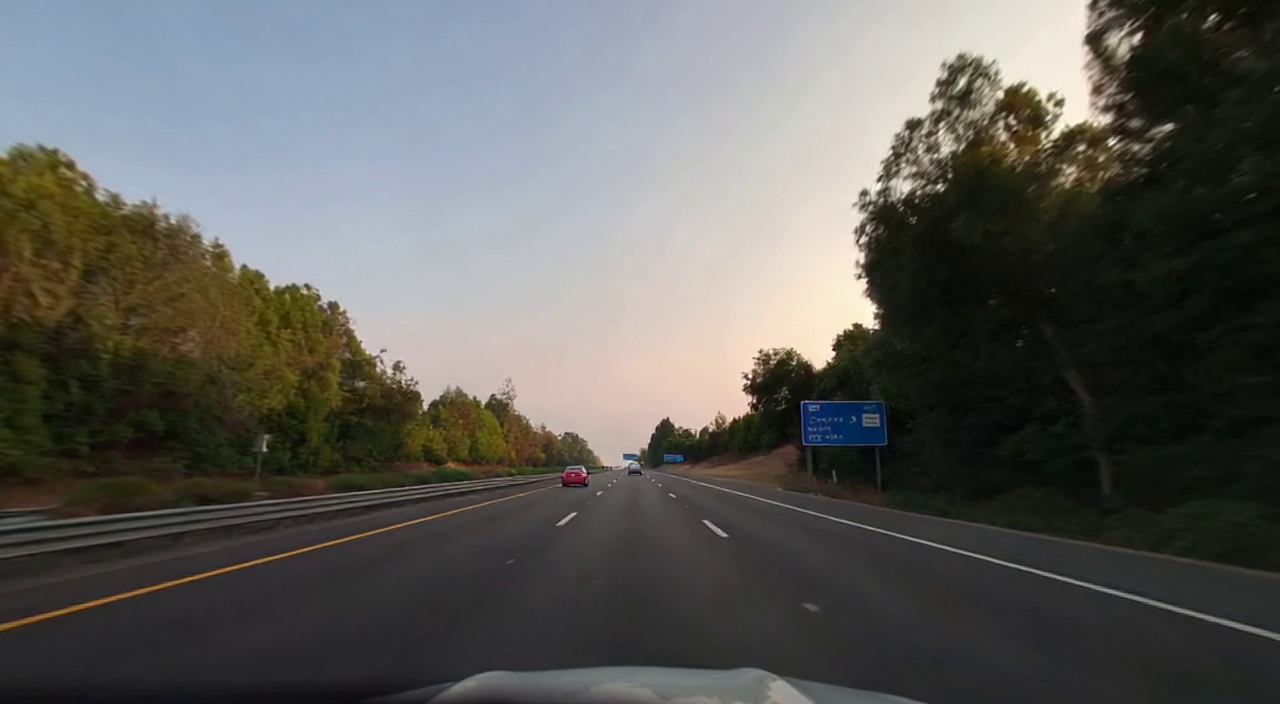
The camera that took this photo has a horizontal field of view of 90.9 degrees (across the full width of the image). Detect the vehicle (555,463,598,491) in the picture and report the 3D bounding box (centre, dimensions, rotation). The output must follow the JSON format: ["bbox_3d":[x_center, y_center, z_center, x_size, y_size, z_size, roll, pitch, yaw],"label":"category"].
[{"bbox_3d":[-3.781,7.617,38.483,2.143,1.516,4.552,1,-11,0],"label":"vehicle"}]
